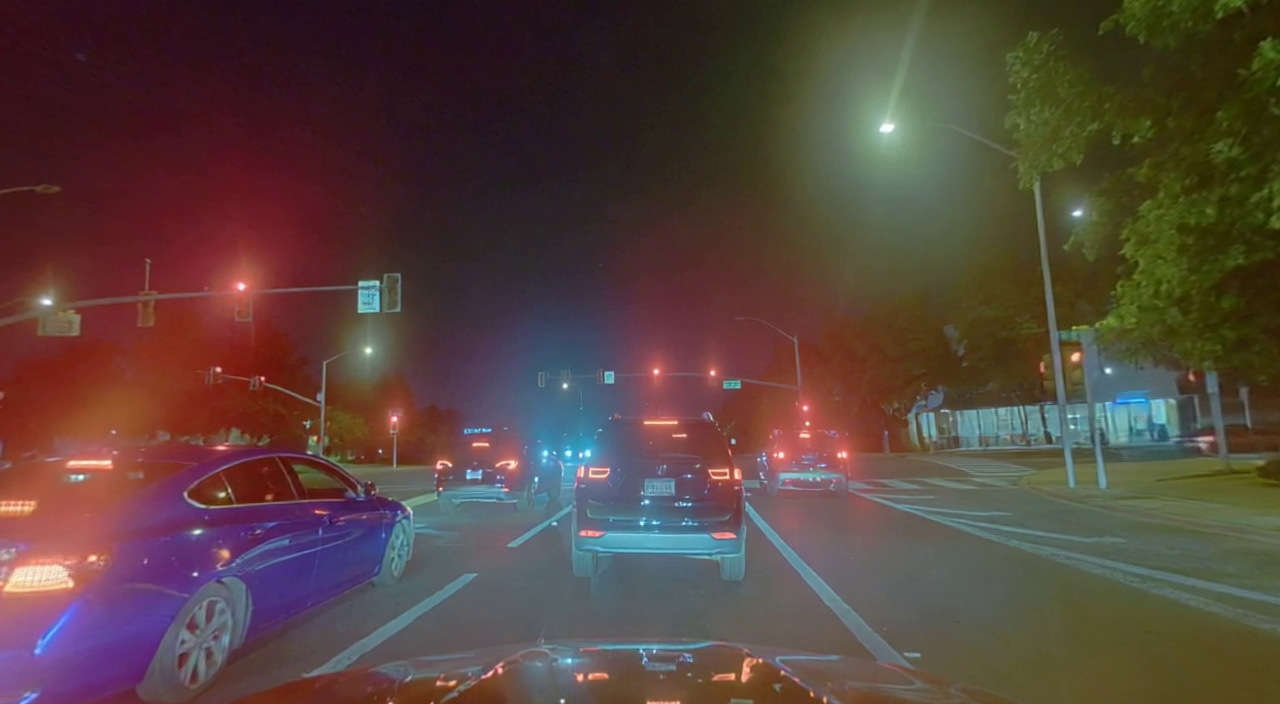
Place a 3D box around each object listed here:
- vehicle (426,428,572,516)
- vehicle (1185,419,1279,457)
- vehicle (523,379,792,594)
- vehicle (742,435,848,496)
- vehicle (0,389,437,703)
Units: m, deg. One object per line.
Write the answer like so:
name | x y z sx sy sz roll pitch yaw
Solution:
vehicle | -2.688 2.386 13.059 1.851 1.502 4.042 0 -8 4
vehicle | 26.991 3.786 27.577 4.026 1.573 2.271 -1 -8 6
vehicle | 0.203 1.467 7.667 2.300 1.832 4.331 0 -8 1
vehicle | 4.097 3.060 17.345 1.979 1.453 4.011 0 -8 1
vehicle | -3.226 1.197 4.405 1.958 1.494 4.624 0 -8 2
